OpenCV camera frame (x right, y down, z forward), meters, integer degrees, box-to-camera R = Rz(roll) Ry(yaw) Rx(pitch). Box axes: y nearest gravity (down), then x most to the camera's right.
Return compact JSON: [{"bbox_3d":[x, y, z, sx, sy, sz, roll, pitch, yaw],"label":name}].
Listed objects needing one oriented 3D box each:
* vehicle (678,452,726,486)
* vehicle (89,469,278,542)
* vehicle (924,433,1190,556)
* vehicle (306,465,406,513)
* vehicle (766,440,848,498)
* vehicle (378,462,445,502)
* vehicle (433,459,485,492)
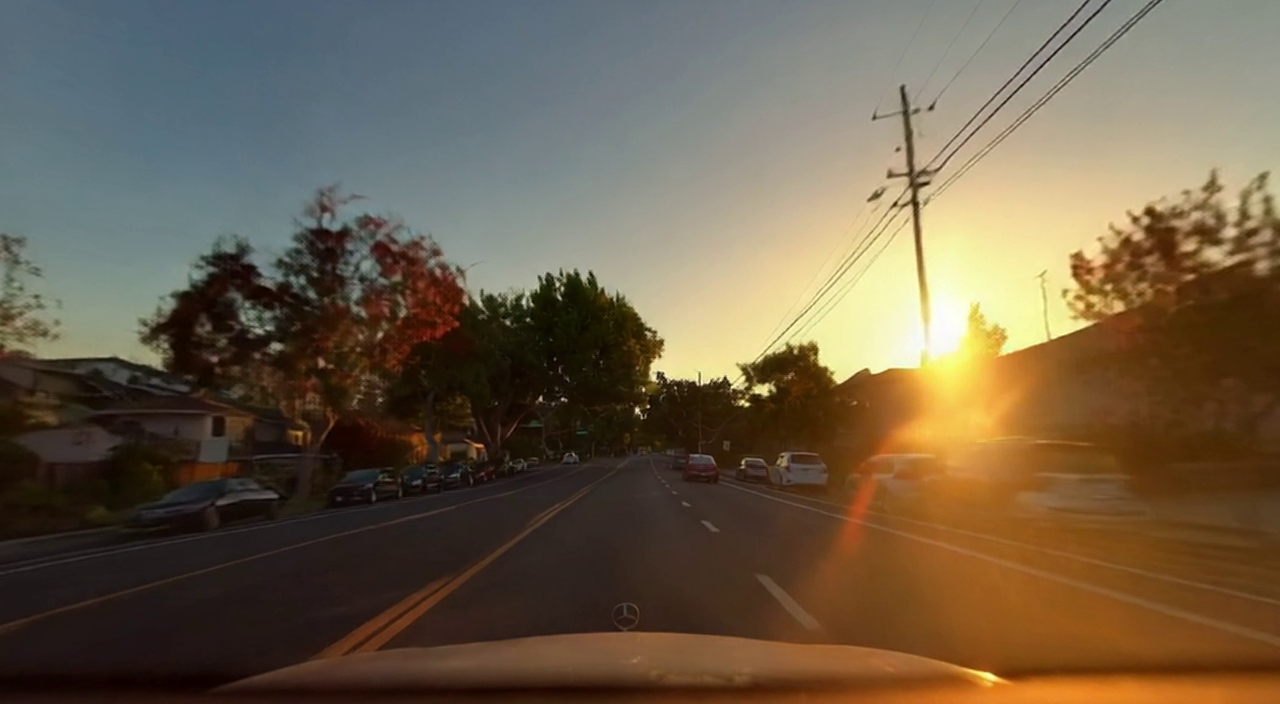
[{"bbox_3d":[3.232,6.176,33.768,1.951,1.620,4.582,0,-8,-2],"label":"vehicle"},{"bbox_3d":[-11.736,3.931,16.713,1.809,1.476,4.423,0,-8,-3],"label":"vehicle"},{"bbox_3d":[7.534,2.552,12.177,1.873,1.867,4.673,0,-8,0],"label":"vehicle"},{"bbox_3d":[-11.813,5.691,26.729,1.888,1.668,5.052,0,-8,0],"label":"vehicle"},{"bbox_3d":[7.213,5.087,27.942,2.081,2.286,4.941,0,-8,-2],"label":"vehicle"},{"bbox_3d":[-11.652,6.619,32.513,1.921,1.770,4.265,0,-8,-1],"label":"vehicle"},{"bbox_3d":[-11.536,7.859,40.587,2.049,1.848,4.693,0,-8,-1],"label":"vehicle"}]
